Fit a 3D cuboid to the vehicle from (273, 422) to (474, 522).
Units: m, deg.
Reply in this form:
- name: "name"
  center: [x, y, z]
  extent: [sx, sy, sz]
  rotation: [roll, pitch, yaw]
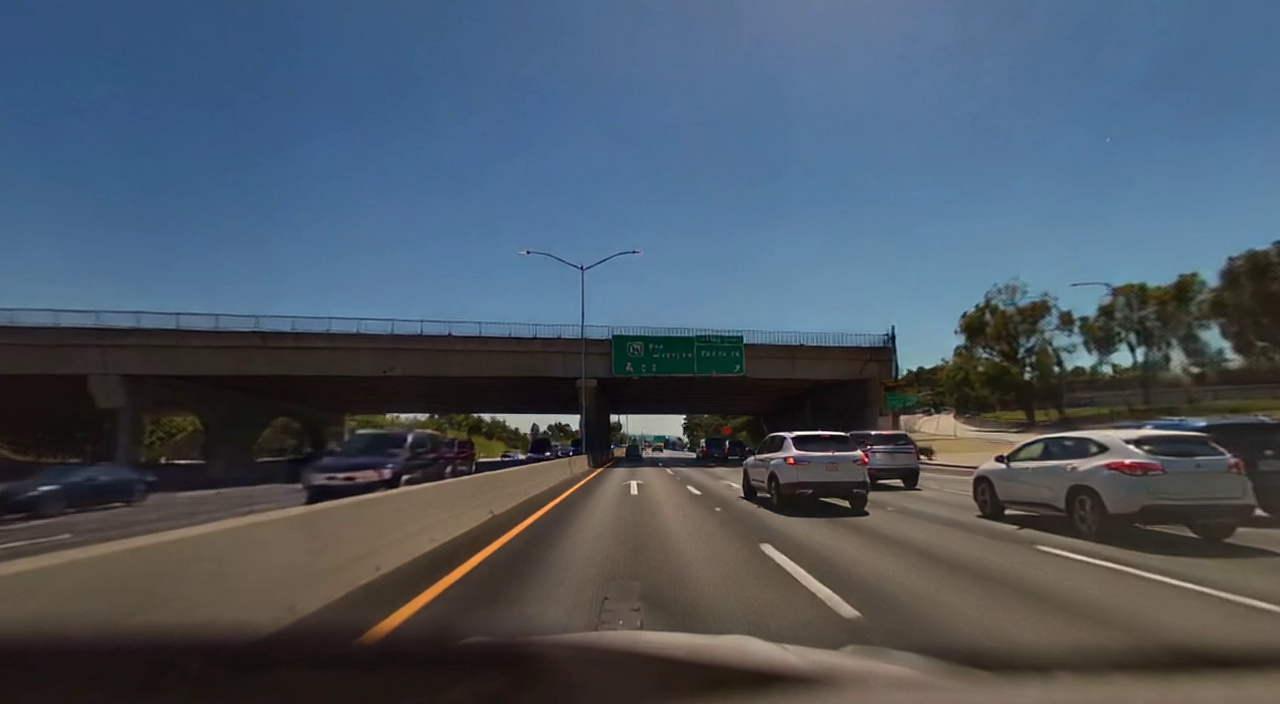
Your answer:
- name: "vehicle"
  center: [-5.900, 2.738, 15.036]
  extent: [2.405, 1.932, 5.424]
  rotation: [0, -9, 0]

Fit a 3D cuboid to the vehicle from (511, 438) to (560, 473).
- name: "vehicle"
  center: [-5.855, 5.839, 35.895]
  extent: [2.048, 1.838, 4.587]
  rotation: [0, -9, -1]

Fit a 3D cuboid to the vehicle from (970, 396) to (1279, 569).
- name: "vehicle"
  center: [7.187, 1.731, 9.160]
  extent: [2.040, 1.801, 4.959]
  rotation: [0, -9, -1]

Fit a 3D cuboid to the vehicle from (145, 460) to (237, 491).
- name: "vehicle"
  center: [-26.049, 7.167, 36.881]
  extent: [1.994, 1.554, 4.595]
  rotation: [0, -9, -1]

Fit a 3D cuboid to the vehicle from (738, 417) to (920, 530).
- name: "vehicle"
  center: [3.238, 2.187, 11.895]
  extent: [2.059, 1.711, 4.302]
  rotation: [0, -9, 0]
